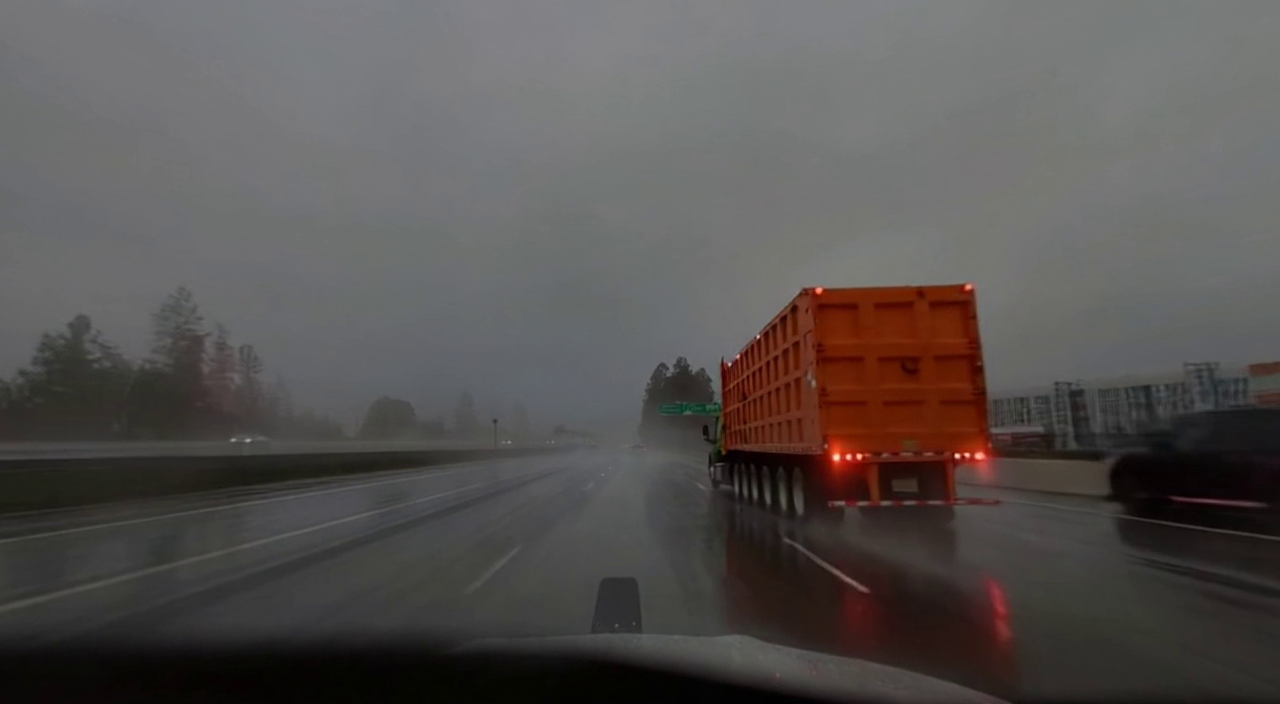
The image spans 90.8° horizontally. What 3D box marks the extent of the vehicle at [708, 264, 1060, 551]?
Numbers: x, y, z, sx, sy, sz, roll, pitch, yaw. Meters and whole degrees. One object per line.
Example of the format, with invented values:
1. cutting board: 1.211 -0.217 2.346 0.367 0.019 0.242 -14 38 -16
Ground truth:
1. vehicle: 3.557 1.425 13.162 2.966 3.586 10.563 0 -9 -1

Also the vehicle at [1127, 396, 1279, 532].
1. vehicle: 10.894 1.715 9.681 2.286 2.044 5.722 0 -9 0
